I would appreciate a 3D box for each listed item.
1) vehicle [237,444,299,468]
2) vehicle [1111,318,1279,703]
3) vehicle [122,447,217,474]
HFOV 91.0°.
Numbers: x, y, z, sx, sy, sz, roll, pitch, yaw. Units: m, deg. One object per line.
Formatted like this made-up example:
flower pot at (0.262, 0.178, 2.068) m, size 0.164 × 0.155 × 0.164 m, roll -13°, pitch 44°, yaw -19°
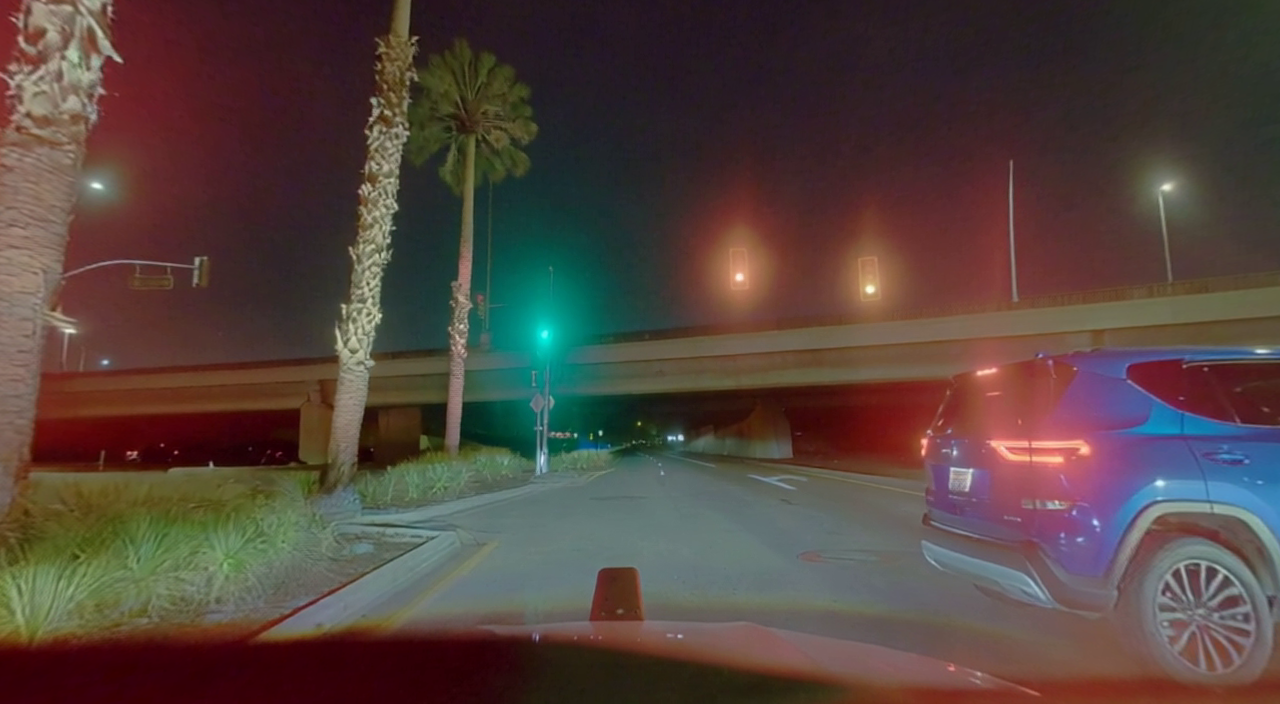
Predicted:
vehicle at (-26.271, 7.342, 44.580) m, size 1.941 × 1.631 × 4.017 m, roll 0°, pitch -9°, yaw 0°
vehicle at (3.449, 0.522, 0.788) m, size 2.028 × 1.770 × 4.737 m, roll 0°, pitch -9°, yaw 0°
vehicle at (-26.565, 6.111, 35.754) m, size 1.830 × 1.443 × 4.551 m, roll 0°, pitch -9°, yaw 2°
